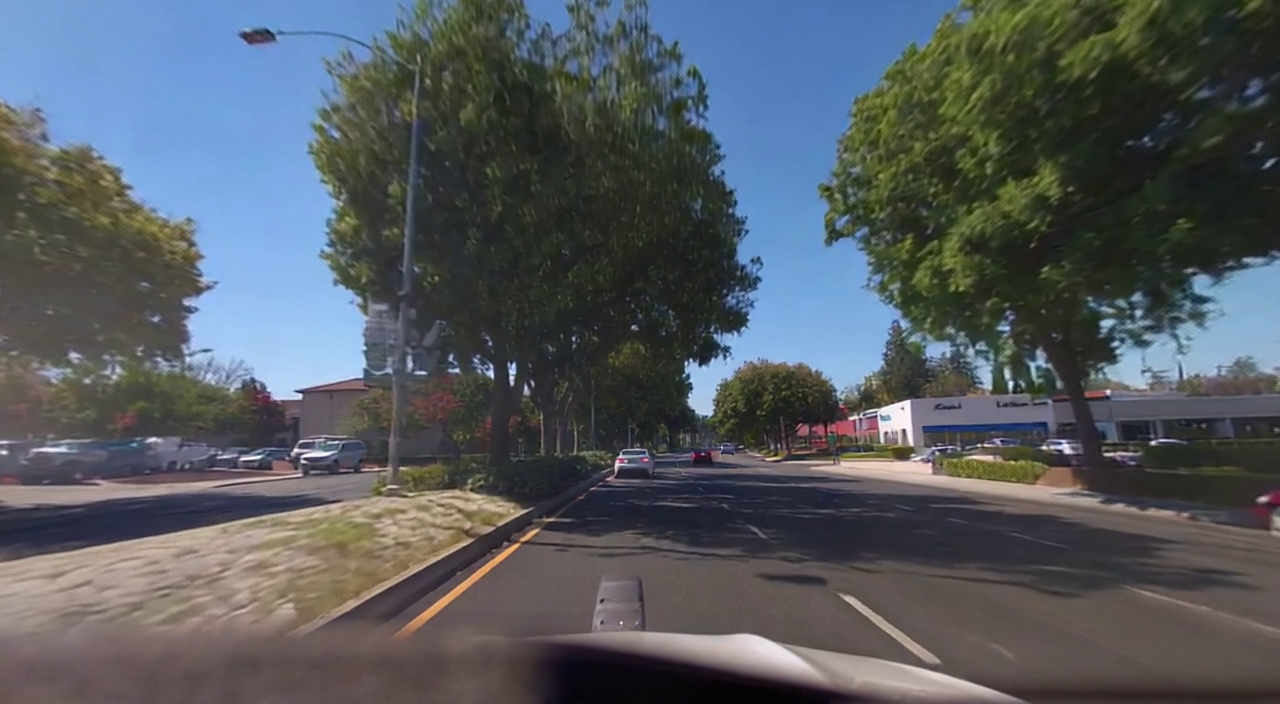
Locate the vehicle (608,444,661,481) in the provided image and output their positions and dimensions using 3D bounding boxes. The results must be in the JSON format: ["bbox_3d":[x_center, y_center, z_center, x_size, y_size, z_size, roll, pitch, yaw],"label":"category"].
[{"bbox_3d":[-0.195,4.687,27.060,2.095,1.456,3.873,0,-8,1],"label":"vehicle"}]

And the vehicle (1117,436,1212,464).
[{"bbox_3d":[34.668,6.517,41.861,4.366,1.723,1.944,-1,-10,4],"label":"vehicle"}]

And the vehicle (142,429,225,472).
[{"bbox_3d":[-30.242,6.590,41.817,5.689,2.583,2.285,-7,-12,32],"label":"vehicle"}]

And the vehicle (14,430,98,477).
[{"bbox_3d":[-34.534,5.938,37.293,6.029,2.538,2.343,-6,-10,37],"label":"vehicle"}]

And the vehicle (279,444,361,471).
[{"bbox_3d":[-24.042,7.898,47.582,5.104,1.947,2.106,6,-10,-35],"label":"vehicle"}]

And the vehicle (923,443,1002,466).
[{"bbox_3d":[21.461,6.819,42.206,4.197,1.505,1.915,0,-8,1],"label":"vehicle"}]

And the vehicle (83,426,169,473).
[{"bbox_3d":[-31.986,6.129,39.268,5.926,2.638,2.413,-8,-12,35],"label":"vehicle"}]
